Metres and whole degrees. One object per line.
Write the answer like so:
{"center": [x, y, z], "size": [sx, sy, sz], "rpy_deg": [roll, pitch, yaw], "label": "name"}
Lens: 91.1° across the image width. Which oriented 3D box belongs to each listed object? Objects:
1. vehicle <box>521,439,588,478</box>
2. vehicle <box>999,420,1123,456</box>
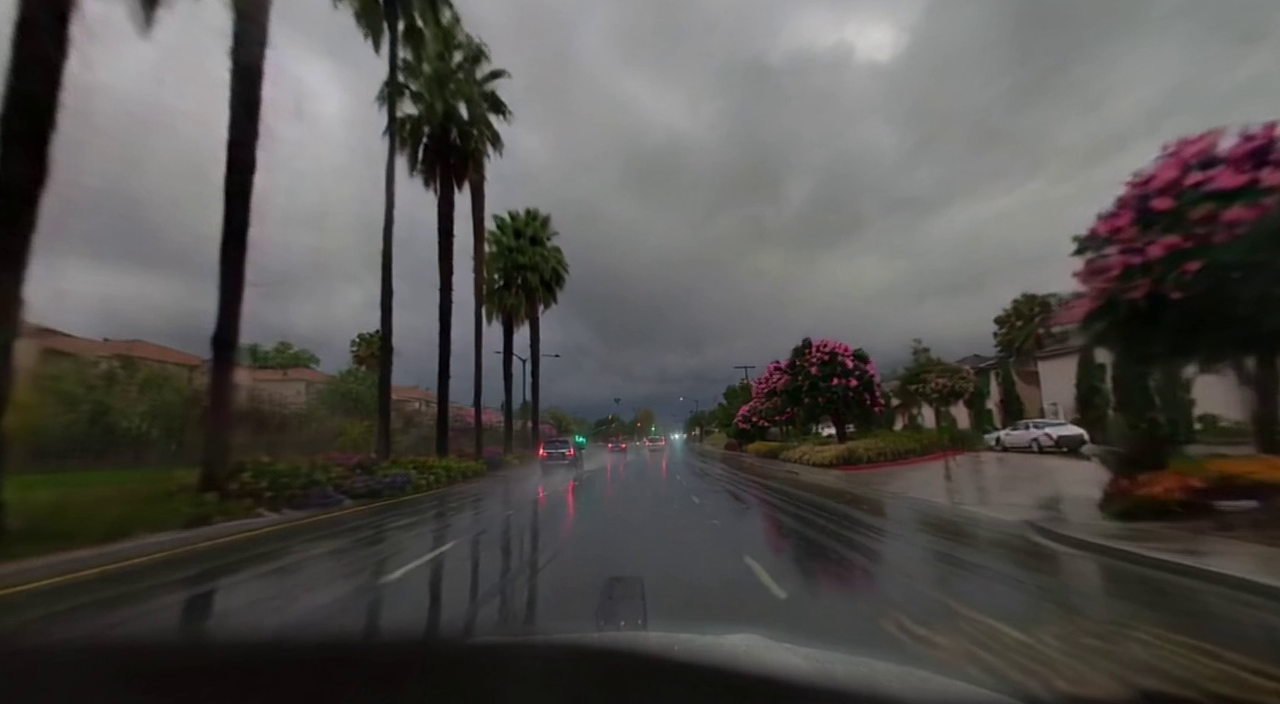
{"center": [-3.473, 4.415, 26.402], "size": [2.036, 1.478, 4.508], "rpy_deg": [0, -8, 2], "label": "vehicle"}
{"center": [19.799, 4.062, 29.695], "size": [4.364, 1.609, 1.917], "rpy_deg": [-1, -8, 8], "label": "vehicle"}
